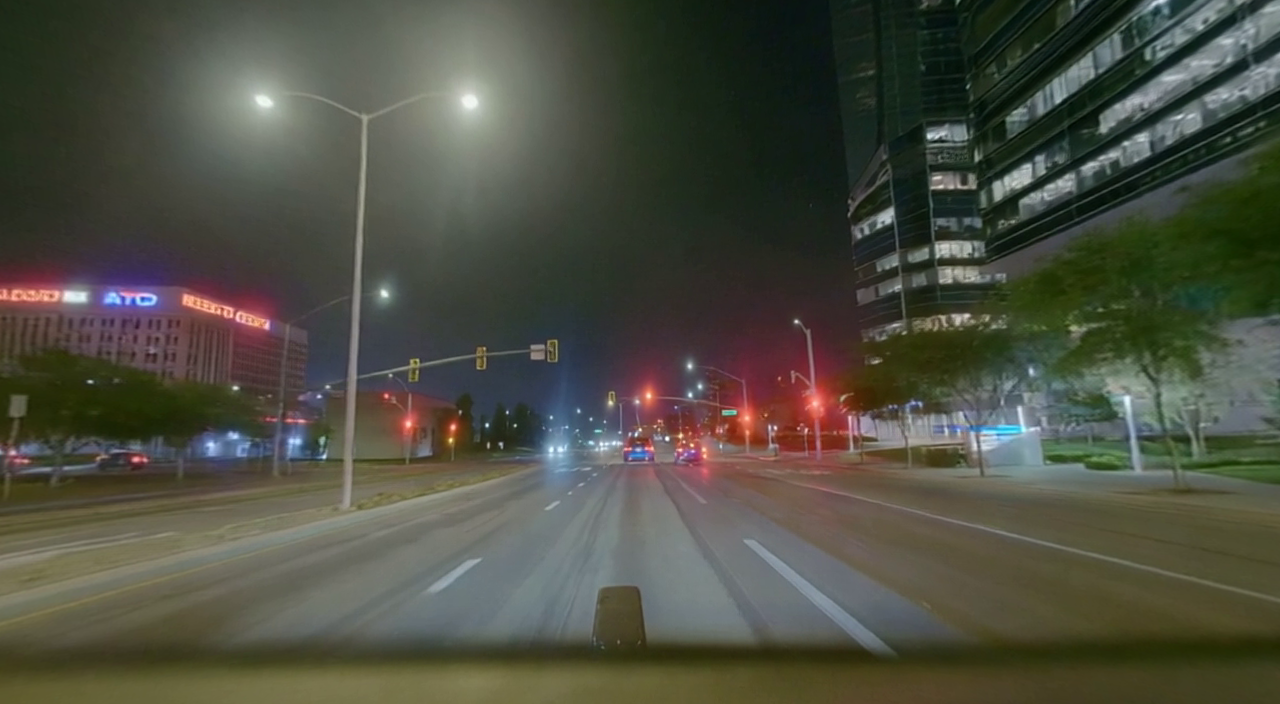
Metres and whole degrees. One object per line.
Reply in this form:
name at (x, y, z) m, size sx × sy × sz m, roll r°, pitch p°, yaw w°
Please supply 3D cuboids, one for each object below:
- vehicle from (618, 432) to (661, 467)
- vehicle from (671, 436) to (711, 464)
vehicle at (-0.104, 5.863, 38.011) m, size 2.413 × 1.939 × 4.716 m, roll 0°, pitch -8°, yaw -2°
vehicle at (3.287, 6.390, 41.225) m, size 2.107 × 1.736 × 4.228 m, roll 0°, pitch -8°, yaw -2°
